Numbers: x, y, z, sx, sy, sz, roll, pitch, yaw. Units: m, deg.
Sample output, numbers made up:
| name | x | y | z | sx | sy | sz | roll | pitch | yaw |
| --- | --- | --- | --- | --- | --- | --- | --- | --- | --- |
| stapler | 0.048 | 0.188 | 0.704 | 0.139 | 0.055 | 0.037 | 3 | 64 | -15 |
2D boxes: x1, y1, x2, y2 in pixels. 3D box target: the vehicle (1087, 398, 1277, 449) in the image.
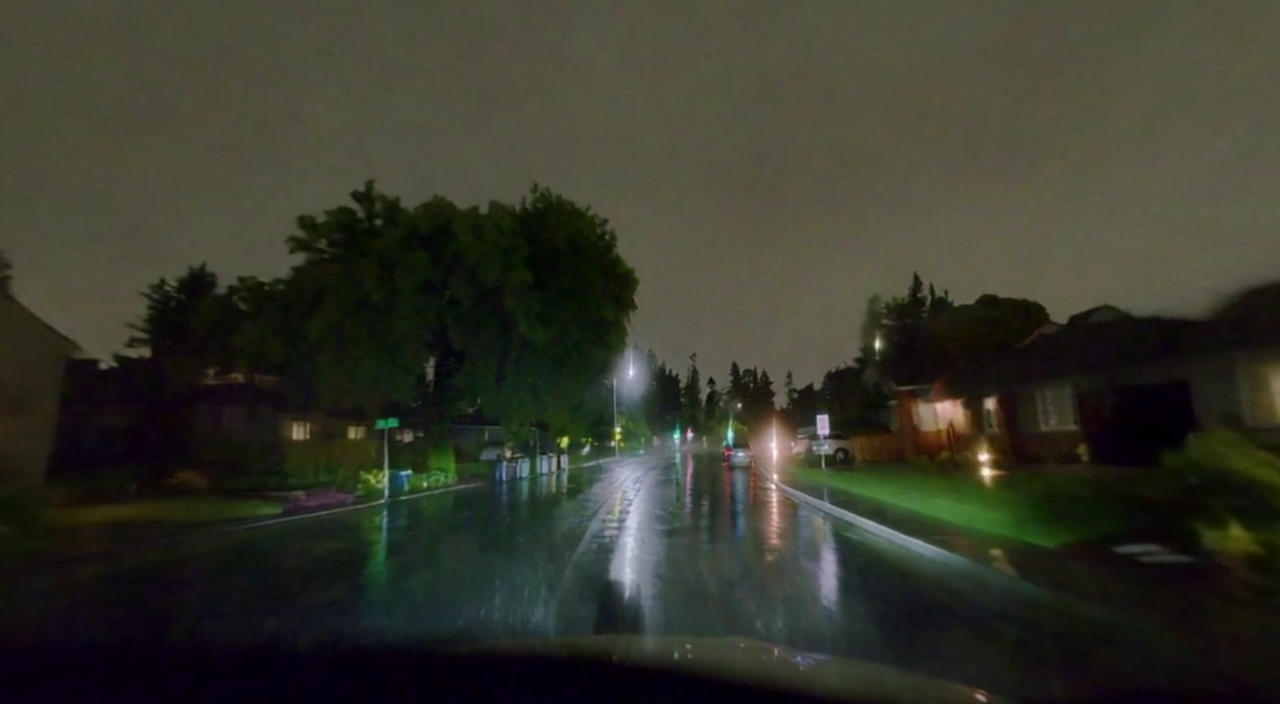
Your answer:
| name | x | y | z | sx | sy | sz | roll | pitch | yaw |
| --- | --- | --- | --- | --- | --- | --- | --- | --- | --- |
| vehicle | 18.285 | 2.546 | 21.686 | 1.997 | 1.564 | 4.620 | 1 | -9 | -9 |

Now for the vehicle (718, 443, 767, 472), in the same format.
| name | x | y | z | sx | sy | sz | roll | pitch | yaw |
| --- | --- | --- | --- | --- | --- | --- | --- | --- | --- |
| vehicle | 5.731 | 5.982 | 35.932 | 2.088 | 1.522 | 4.449 | 0 | -9 | 1 |
